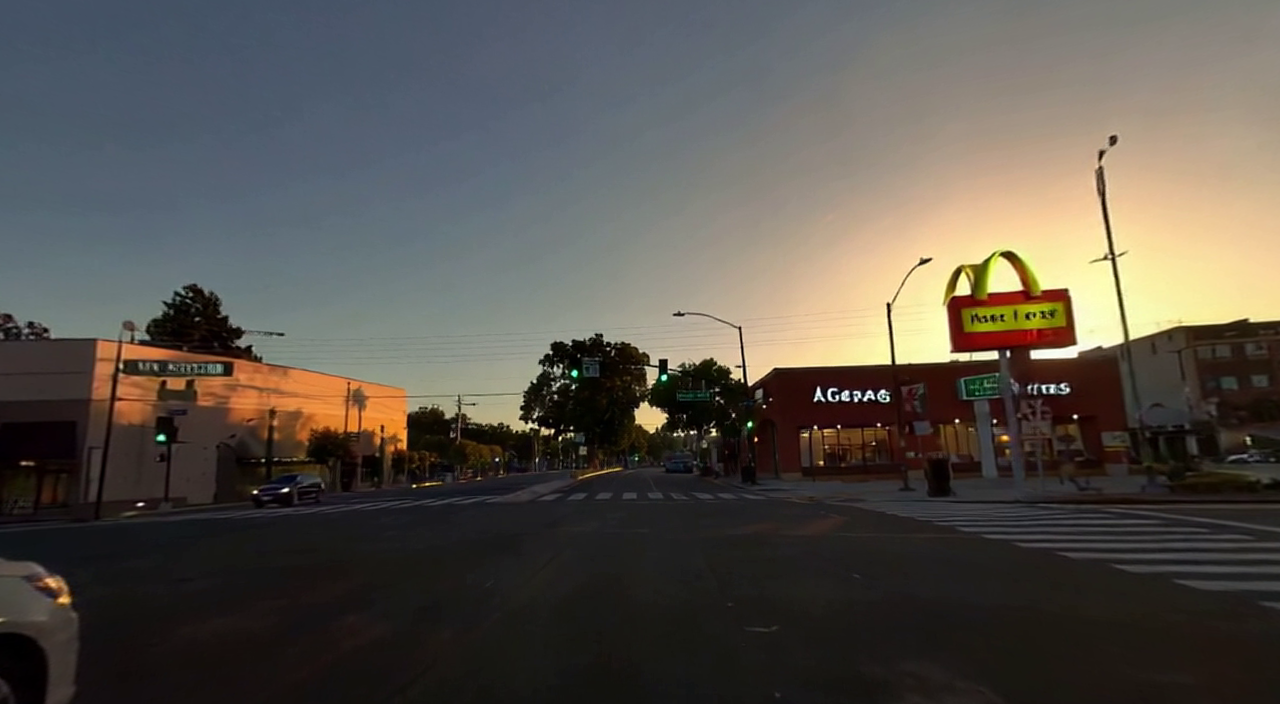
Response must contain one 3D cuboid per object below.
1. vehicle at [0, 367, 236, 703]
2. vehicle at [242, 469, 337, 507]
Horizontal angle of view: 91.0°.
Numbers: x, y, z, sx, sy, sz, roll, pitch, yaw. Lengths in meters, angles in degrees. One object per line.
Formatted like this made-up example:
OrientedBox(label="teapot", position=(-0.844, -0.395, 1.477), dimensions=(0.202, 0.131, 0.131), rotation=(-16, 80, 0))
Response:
OrientedBox(label="vehicle", position=(-3.296, 0.717, 1.086), dimensions=(2.081, 1.644, 4.523), rotation=(0, -9, 2))
OrientedBox(label="vehicle", position=(-16.015, 6.198, 29.068), dimensions=(1.931, 1.471, 4.152), rotation=(0, -9, 1))
